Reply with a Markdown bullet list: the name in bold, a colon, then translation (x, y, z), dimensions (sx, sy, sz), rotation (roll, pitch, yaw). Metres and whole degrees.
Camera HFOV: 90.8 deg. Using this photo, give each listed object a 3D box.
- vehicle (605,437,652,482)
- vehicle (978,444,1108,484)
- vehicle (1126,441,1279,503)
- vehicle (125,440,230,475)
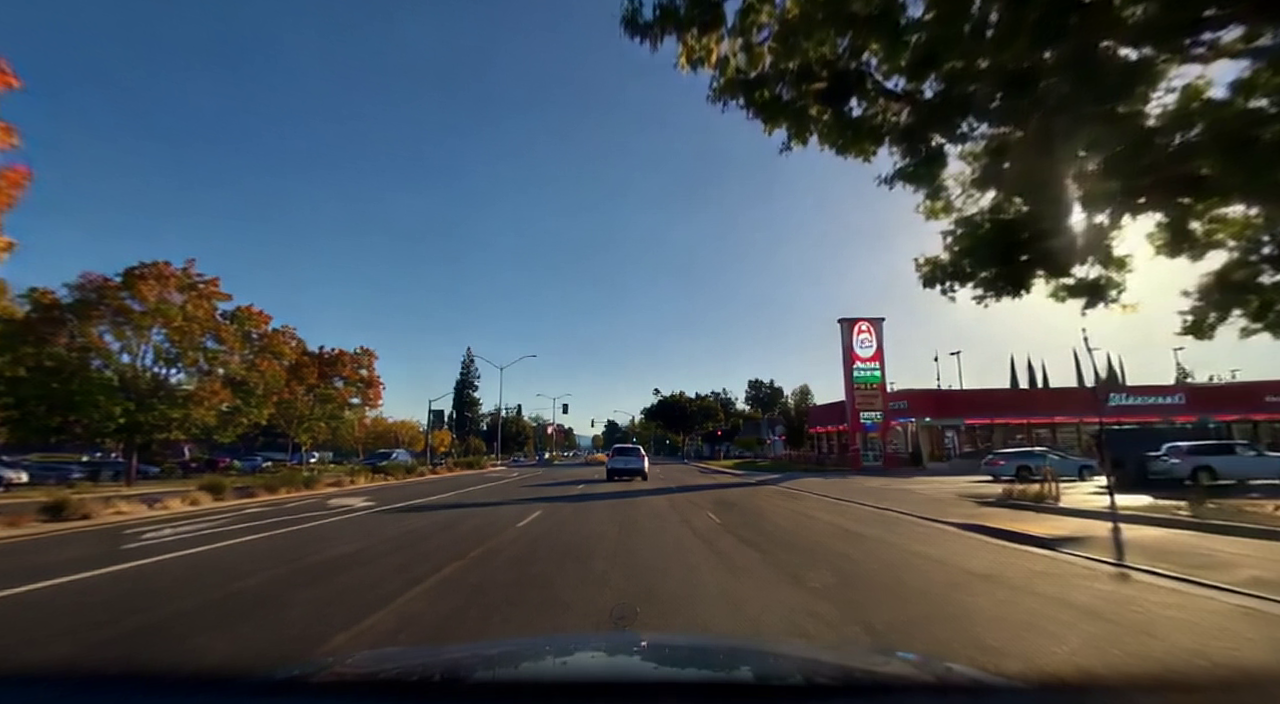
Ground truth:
- **vehicle**: translation (-0.519, 5.074, 30.013), dimensions (2.096, 1.961, 4.259), rotation (0, -9, 0)
- **vehicle**: translation (16.355, 4.585, 25.794), dimensions (4.026, 1.463, 1.826), rotation (-1, -10, -2)
- **vehicle**: translation (16.456, 3.290, 17.566), dimensions (4.290, 1.617, 1.751), rotation (0, -9, 2)
- **vehicle**: translation (-32.787, 7.486, 45.079), dimensions (5.508, 2.313, 2.818), rotation (5, -9, -28)
